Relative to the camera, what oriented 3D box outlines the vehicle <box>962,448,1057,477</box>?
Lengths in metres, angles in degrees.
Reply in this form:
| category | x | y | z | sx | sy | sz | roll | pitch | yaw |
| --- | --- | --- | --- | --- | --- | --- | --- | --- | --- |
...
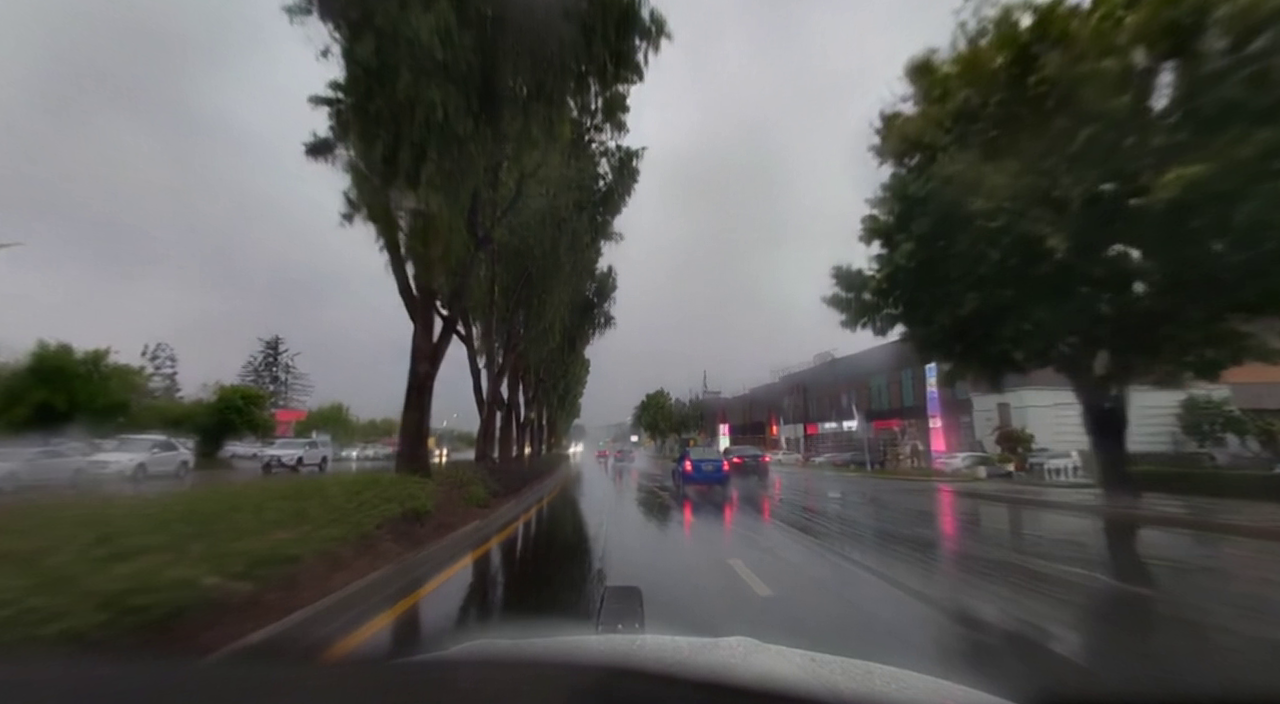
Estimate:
| category | x | y | z | sx | sy | sz | roll | pitch | yaw |
| --- | --- | --- | --- | --- | --- | --- | --- | --- | --- |
| vehicle | 20.725 | 6.189 | 35.326 | 4.424 | 1.531 | 2.008 | 3 | -9 | -17 |

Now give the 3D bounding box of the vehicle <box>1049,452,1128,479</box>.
| category | x | y | z | sx | sy | sz | roll | pitch | yaw |
| --- | --- | --- | --- | --- | --- | --- | --- | --- | --- |
| vehicle | 32.835 | 8.267 | 46.080 | 4.858 | 1.806 | 2.124 | 3 | -9 | -19 |

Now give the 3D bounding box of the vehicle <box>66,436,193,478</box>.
| category | x | y | z | sx | sy | sz | roll | pitch | yaw |
| --- | --- | --- | --- | --- | --- | --- | --- | --- | --- |
| vehicle | -23.748 | 4.886 | 29.556 | 1.982 | 1.811 | 4.730 | 0 | -9 | -1 |

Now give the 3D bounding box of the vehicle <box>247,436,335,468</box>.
| category | x | y | z | sx | sy | sz | roll | pitch | yaw |
| --- | --- | --- | --- | --- | --- | --- | --- | --- | --- |
| vehicle | -24.255 | 6.994 | 44.163 | 2.593 | 2.075 | 6.841 | 1 | -9 | -3 |

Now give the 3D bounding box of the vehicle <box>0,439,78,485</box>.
| category | x | y | z | sx | sy | sz | roll | pitch | yaw |
| --- | --- | --- | --- | --- | --- | --- | --- | --- | --- |
| vehicle | -23.734 | 4.075 | 23.432 | 1.689 | 1.595 | 4.293 | 0 | -9 | -2 |

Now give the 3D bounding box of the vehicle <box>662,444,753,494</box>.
| category | x | y | z | sx | sy | sz | roll | pitch | yaw |
| --- | --- | --- | --- | --- | --- | --- | --- | --- | --- |
| vehicle | 2.051 | 3.741 | 20.538 | 2.256 | 1.451 | 4.313 | 1 | -9 | -4 |

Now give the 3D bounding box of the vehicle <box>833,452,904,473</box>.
| category | x | y | z | sx | sy | sz | roll | pitch | yaw |
| --- | --- | --- | --- | --- | --- | --- | --- | --- | --- |
| vehicle | 17.002 | 8.181 | 46.860 | 4.646 | 1.479 | 2.070 | 3 | -9 | -19 |
